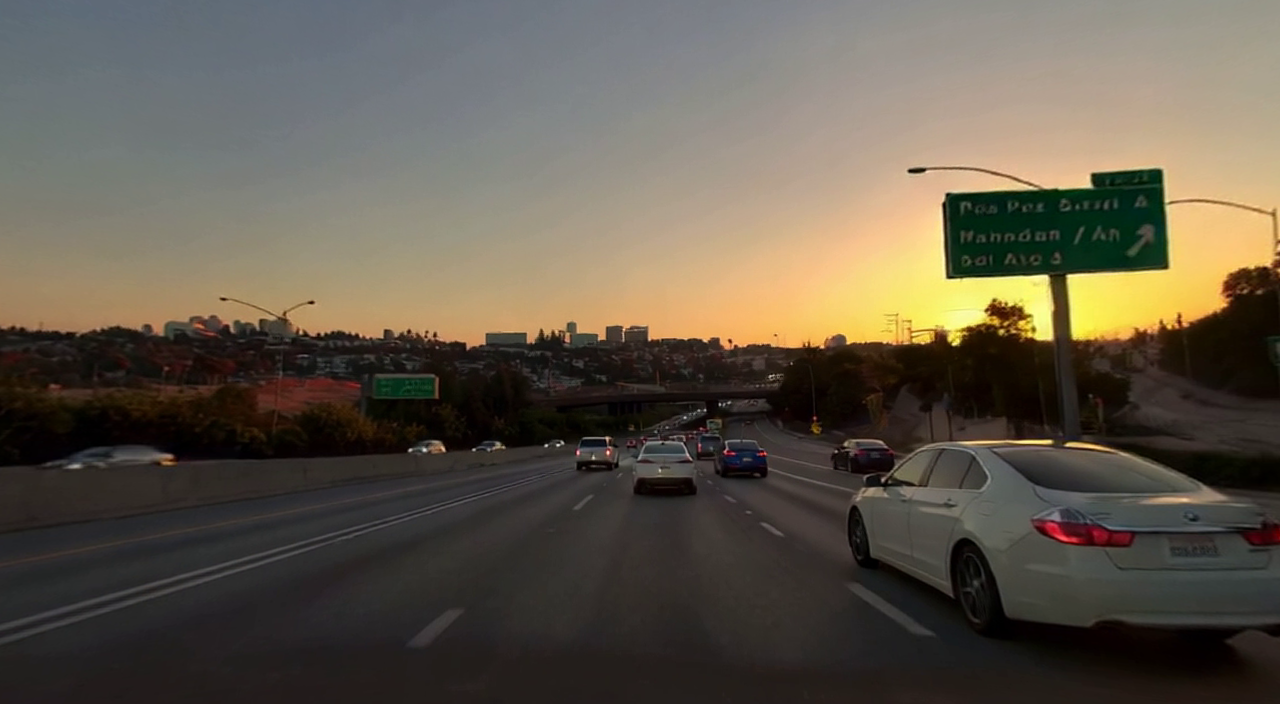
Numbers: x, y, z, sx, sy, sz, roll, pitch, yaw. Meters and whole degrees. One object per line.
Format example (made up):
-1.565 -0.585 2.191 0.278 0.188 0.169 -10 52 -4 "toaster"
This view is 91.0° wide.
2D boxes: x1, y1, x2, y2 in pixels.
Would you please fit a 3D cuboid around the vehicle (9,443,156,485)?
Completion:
-22.793 4.571 26.021 1.886 1.571 4.375 0 -9 3 "vehicle"

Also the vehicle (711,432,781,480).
4.000 4.021 24.473 2.076 1.684 4.241 0 -9 1 "vehicle"

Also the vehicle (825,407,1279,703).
3.183 1.342 5.068 2.009 1.489 4.559 0 -9 0 "vehicle"

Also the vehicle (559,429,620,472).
-2.420 5.008 31.980 2.434 1.965 5.305 0 -9 3 "vehicle"

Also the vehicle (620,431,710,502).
0.645 2.944 16.485 2.074 1.614 3.803 0 -9 2 "vehicle"
